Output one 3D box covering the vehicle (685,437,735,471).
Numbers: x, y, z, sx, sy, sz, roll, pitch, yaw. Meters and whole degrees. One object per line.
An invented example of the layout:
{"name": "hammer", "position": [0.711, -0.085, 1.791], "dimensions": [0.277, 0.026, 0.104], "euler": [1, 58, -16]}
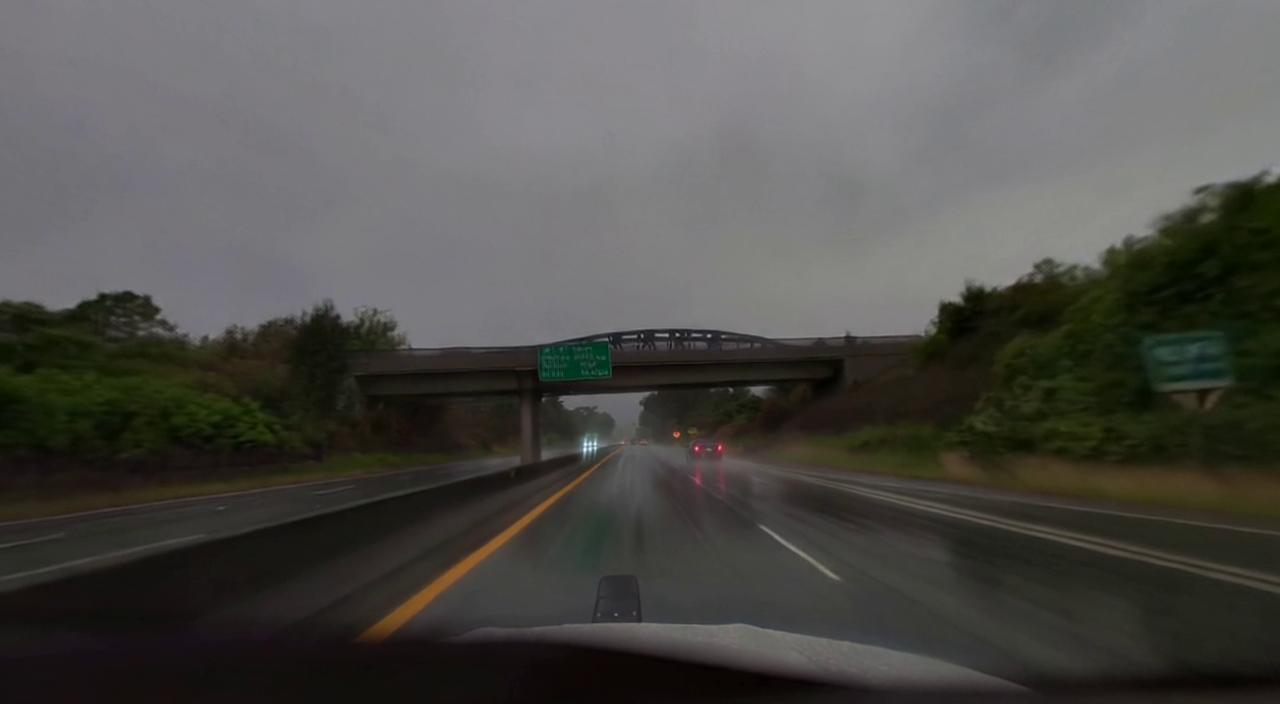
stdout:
{"name": "vehicle", "position": [3.176, 4.669, 29.026], "dimensions": [1.781, 1.470, 3.540], "euler": [0, -8, -2]}
